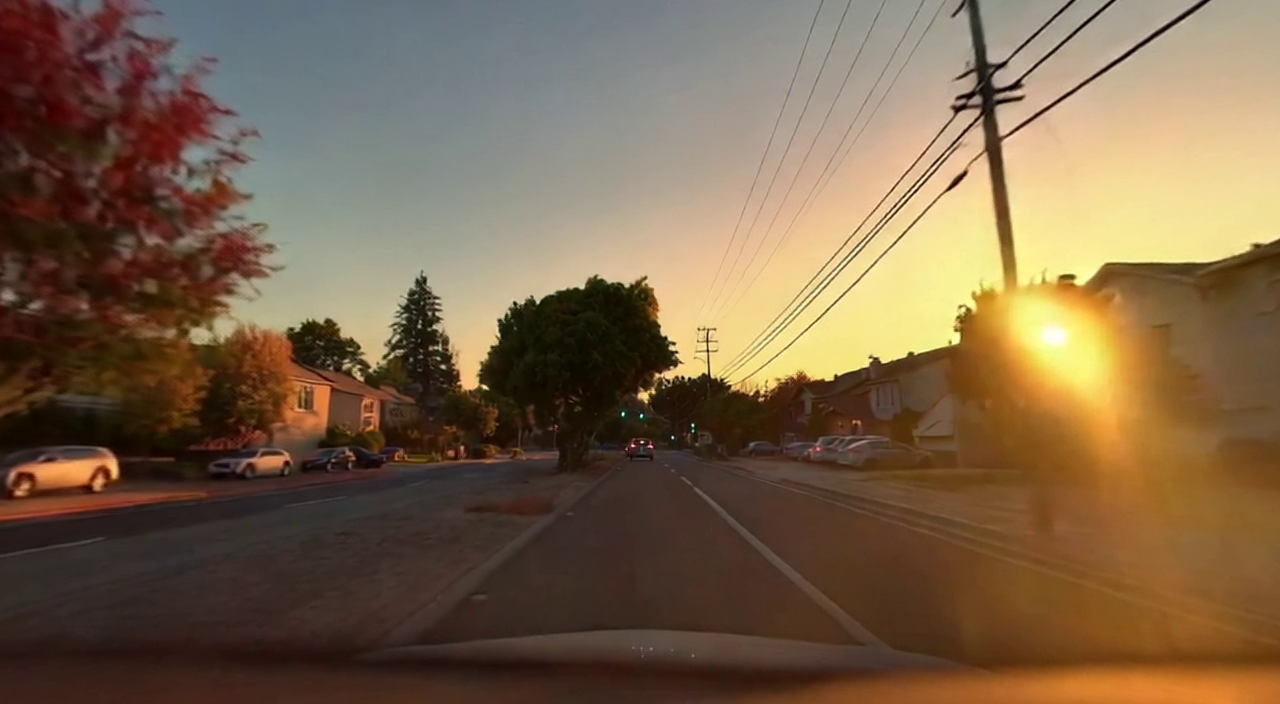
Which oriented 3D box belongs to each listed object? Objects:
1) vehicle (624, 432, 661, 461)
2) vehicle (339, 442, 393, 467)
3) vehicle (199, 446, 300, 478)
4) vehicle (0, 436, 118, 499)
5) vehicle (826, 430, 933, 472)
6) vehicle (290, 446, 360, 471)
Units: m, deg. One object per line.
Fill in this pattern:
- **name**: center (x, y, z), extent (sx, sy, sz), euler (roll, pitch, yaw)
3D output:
- **vehicle**: center (0.163, 7.401, 49.263), extent (2.769, 2.087, 5.130), euler (0, -8, -1)
- **vehicle**: center (-20.156, 7.563, 46.616), extent (1.973, 1.700, 4.475), euler (0, -8, -1)
- **vehicle**: center (-20.345, 5.717, 33.111), extent (2.178, 1.484, 4.726), euler (0, -8, 2)
- **vehicle**: center (-20.557, 3.783, 20.930), extent (2.047, 1.898, 5.032), euler (0, -8, 1)
- **vehicle**: center (11.770, 4.894, 31.247), extent (4.305, 1.997, 2.453), euler (0, -8, 0)
- **vehicle**: center (-20.050, 6.789, 40.404), extent (2.050, 1.501, 4.588), euler (0, -8, 1)
